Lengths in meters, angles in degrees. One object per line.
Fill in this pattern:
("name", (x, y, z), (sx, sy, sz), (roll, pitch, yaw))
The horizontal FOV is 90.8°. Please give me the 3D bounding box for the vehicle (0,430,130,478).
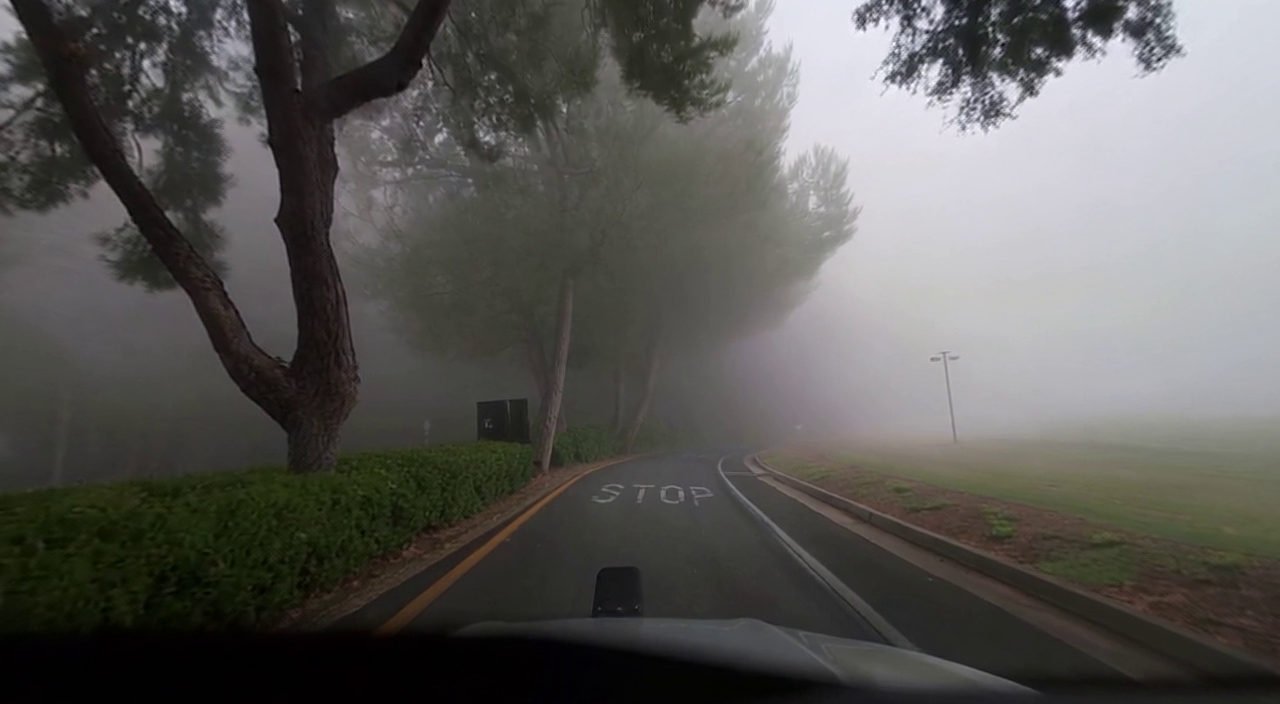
("vehicle", (-28.372, 5.015, 31.251), (4.733, 1.892, 1.939), (-4, -4, 2))
